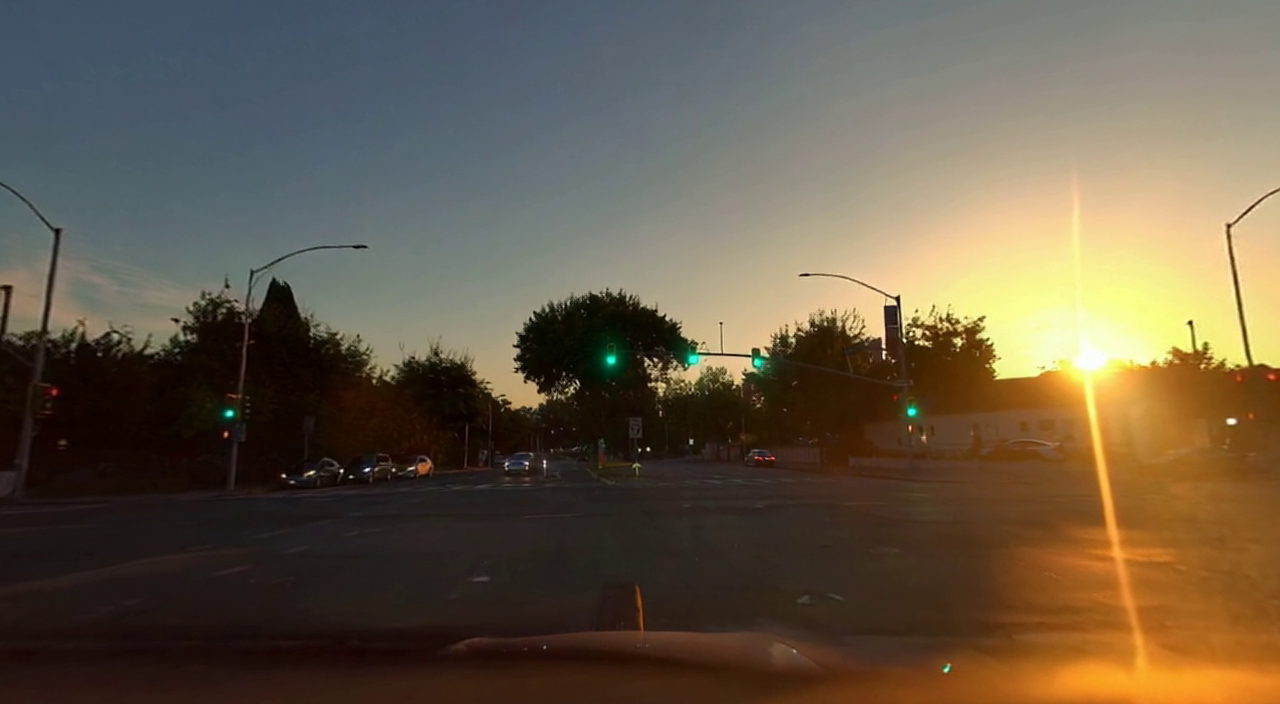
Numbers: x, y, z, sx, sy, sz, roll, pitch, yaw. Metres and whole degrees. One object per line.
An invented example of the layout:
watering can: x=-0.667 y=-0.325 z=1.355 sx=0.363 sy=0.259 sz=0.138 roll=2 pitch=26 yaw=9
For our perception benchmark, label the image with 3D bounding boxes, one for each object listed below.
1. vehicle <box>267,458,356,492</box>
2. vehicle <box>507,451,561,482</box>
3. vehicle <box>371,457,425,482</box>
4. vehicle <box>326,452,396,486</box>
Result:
vehicle: x=-16.296 y=6.099 z=31.442 sx=2.055 sy=1.506 sz=4.663 roll=0 pitch=-9 yaw=-2
vehicle: x=-5.676 y=6.191 z=34.154 sx=2.154 sy=1.501 sz=4.416 roll=0 pitch=-9 yaw=0
vehicle: x=-16.451 y=7.989 z=42.919 sx=1.804 sy=1.486 sz=4.625 roll=0 pitch=-9 yaw=1
vehicle: x=-16.458 y=6.895 z=37.318 sx=1.960 sy=1.819 sz=5.018 roll=0 pitch=-9 yaw=-2
